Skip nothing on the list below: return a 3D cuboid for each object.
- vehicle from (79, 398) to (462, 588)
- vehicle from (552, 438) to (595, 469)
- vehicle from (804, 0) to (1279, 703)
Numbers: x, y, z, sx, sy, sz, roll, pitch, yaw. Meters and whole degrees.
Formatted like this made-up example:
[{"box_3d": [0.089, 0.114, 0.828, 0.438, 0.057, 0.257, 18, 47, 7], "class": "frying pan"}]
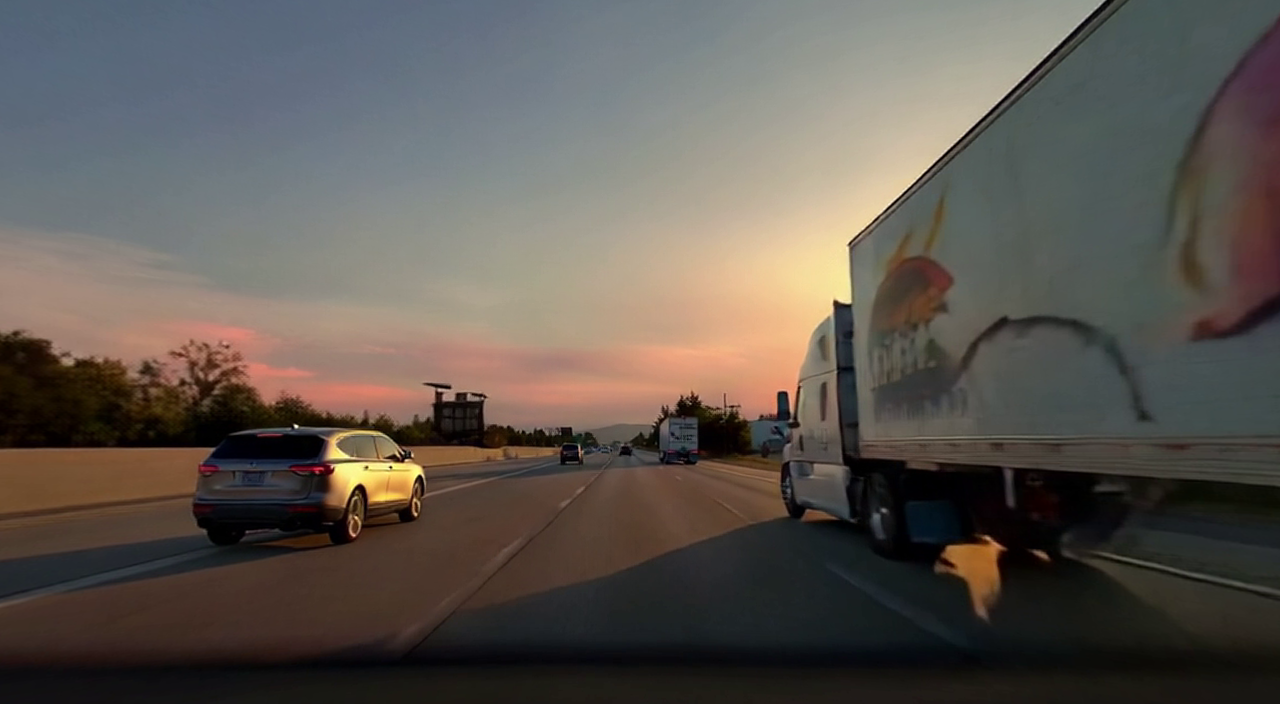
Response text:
[{"box_3d": [-4.124, 1.668, 8.256, 2.202, 1.760, 4.617, 0, -9, 0], "class": "vehicle"}, {"box_3d": [-3.961, 6.144, 38.201, 2.139, 1.716, 4.530, 0, -9, -1], "class": "vehicle"}, {"box_3d": [4.286, -0.284, 3.114, 2.933, 4.016, 13.949, 0, -9, -1], "class": "vehicle"}]
